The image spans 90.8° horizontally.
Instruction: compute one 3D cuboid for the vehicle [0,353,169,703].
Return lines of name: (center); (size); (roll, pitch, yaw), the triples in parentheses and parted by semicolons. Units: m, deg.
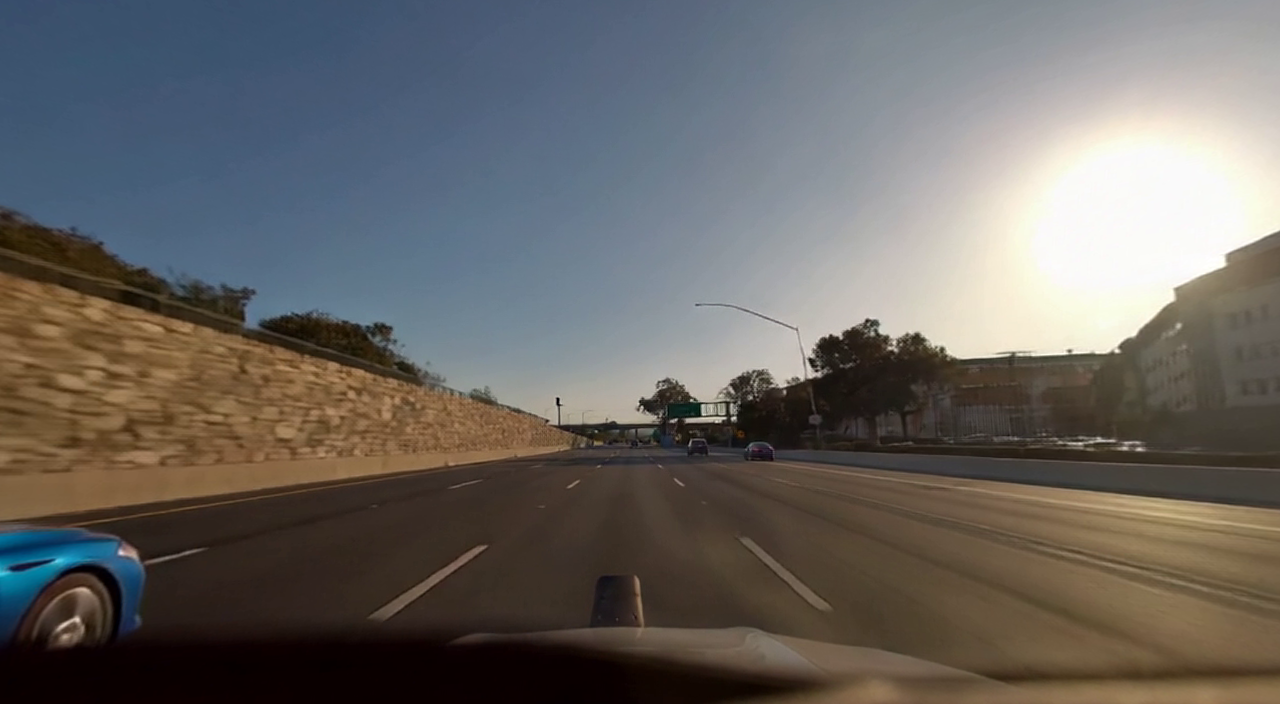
vehicle: (-3.791, 0.642, 1.472); (2.070, 1.641, 4.315); (0, -8, -1)
